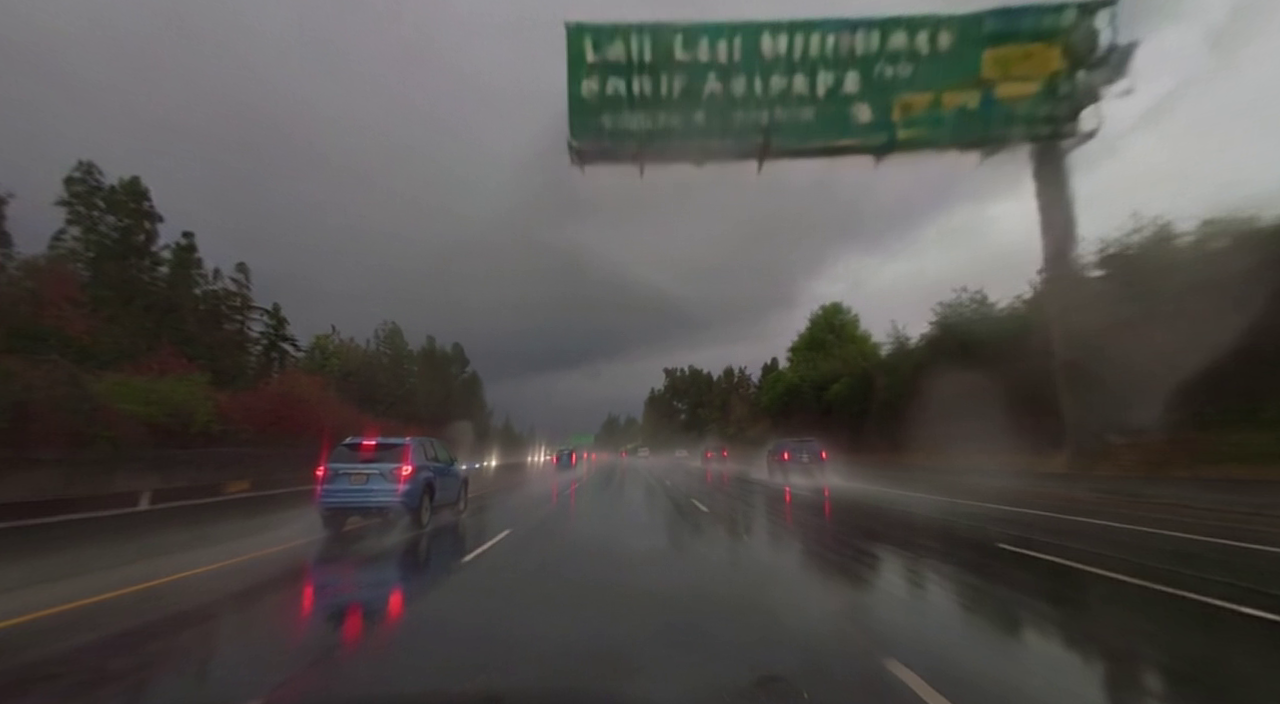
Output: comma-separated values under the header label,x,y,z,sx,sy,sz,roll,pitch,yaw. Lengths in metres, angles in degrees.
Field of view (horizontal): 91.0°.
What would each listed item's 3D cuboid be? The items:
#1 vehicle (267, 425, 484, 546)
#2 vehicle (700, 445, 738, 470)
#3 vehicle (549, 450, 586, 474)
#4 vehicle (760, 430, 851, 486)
label,x,y,z,sx,sy,sz,roll,pitch,yaw
vehicle,-4.424,2.299,11.459,2.079,1.745,4.281,0,-9,0
vehicle,5.838,7.875,47.026,2.107,1.732,4.527,1,-9,-3
vehicle,-4.711,7.191,41.505,2.009,1.488,4.289,1,-9,-2
vehicle,6.853,4.468,26.767,2.378,2.096,5.119,0,-9,-1
